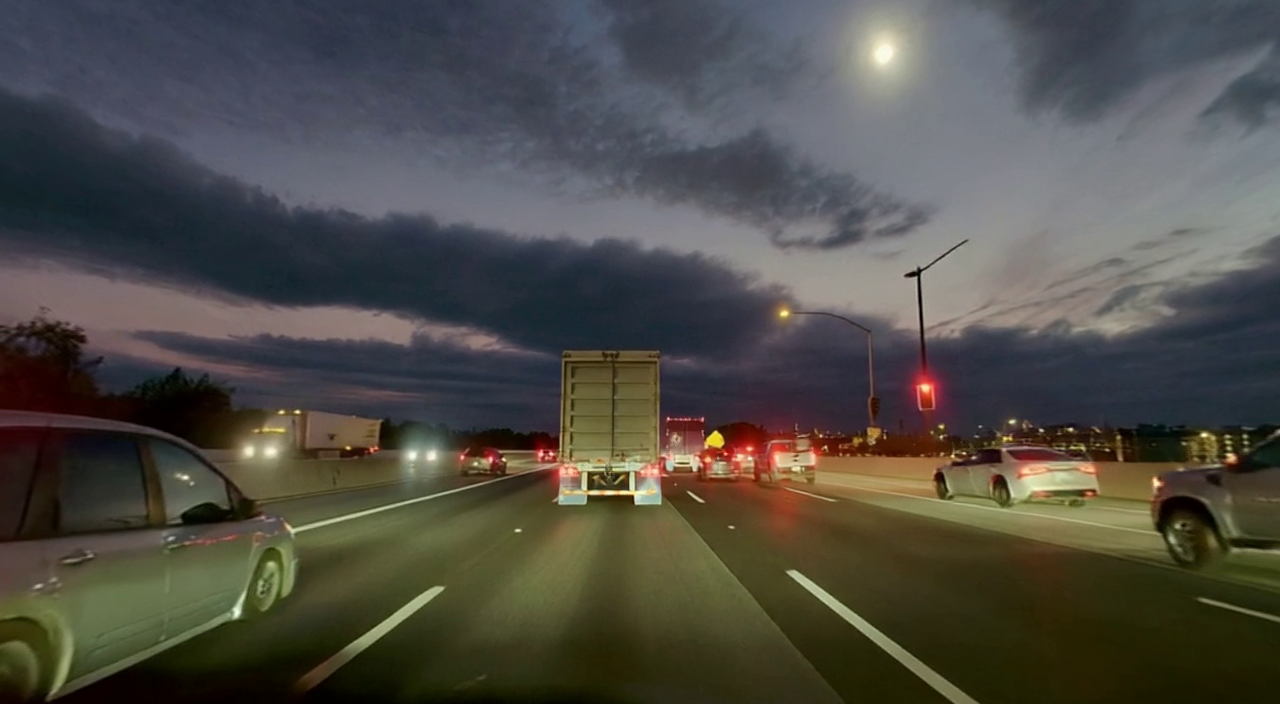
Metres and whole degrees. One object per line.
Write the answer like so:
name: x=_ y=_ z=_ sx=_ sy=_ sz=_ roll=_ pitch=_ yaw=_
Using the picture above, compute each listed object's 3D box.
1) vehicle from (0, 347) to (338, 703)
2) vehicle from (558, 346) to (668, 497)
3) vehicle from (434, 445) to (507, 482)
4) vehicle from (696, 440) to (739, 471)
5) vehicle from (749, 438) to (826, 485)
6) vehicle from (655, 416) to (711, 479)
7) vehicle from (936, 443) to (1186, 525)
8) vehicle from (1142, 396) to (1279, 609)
vehicle: x=-3.313 y=0.891 z=2.795 sx=1.946 sy=1.641 sz=4.105 roll=0 pitch=-9 yaw=-1
vehicle: x=-0.748 y=2.642 z=22.295 sx=2.906 sy=4.040 sz=10.743 roll=0 pitch=-9 yaw=0
vehicle: x=-7.300 y=4.840 z=27.768 sx=1.973 sy=1.471 sz=4.779 roll=0 pitch=-9 yaw=-1
vehicle: x=5.521 y=7.467 z=45.697 sx=2.297 sy=2.116 sz=5.052 roll=0 pitch=-9 yaw=-3
vehicle: x=6.360 y=4.767 z=27.824 sx=2.070 sy=1.888 sz=4.546 roll=0 pitch=-9 yaw=-2
vehicle: x=2.511 y=5.987 z=39.694 sx=2.669 sy=3.491 sz=8.645 roll=0 pitch=-9 yaw=-1
vehicle: x=8.993 y=2.828 z=14.236 sx=2.002 sy=1.472 sz=4.950 roll=0 pitch=-9 yaw=-4
vehicle: x=6.335 y=1.049 z=3.995 sx=2.188 sy=1.731 sz=5.031 roll=0 pitch=-9 yaw=0
